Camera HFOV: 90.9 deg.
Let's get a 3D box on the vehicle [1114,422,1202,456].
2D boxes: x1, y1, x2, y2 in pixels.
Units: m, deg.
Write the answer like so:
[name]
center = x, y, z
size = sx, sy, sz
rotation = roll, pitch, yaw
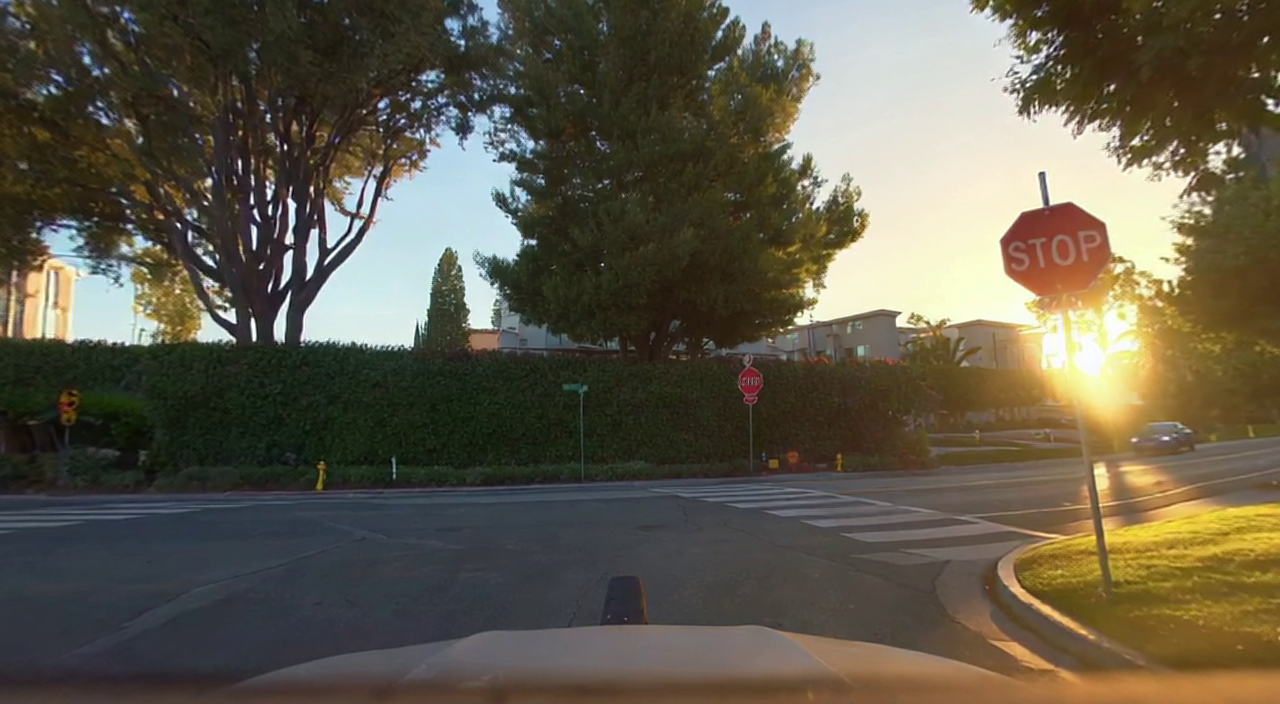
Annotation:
[vehicle]
center = 24.584, 4.156, 29.867
size = 4.473, 1.474, 2.108
rotation = 6, -10, -37
